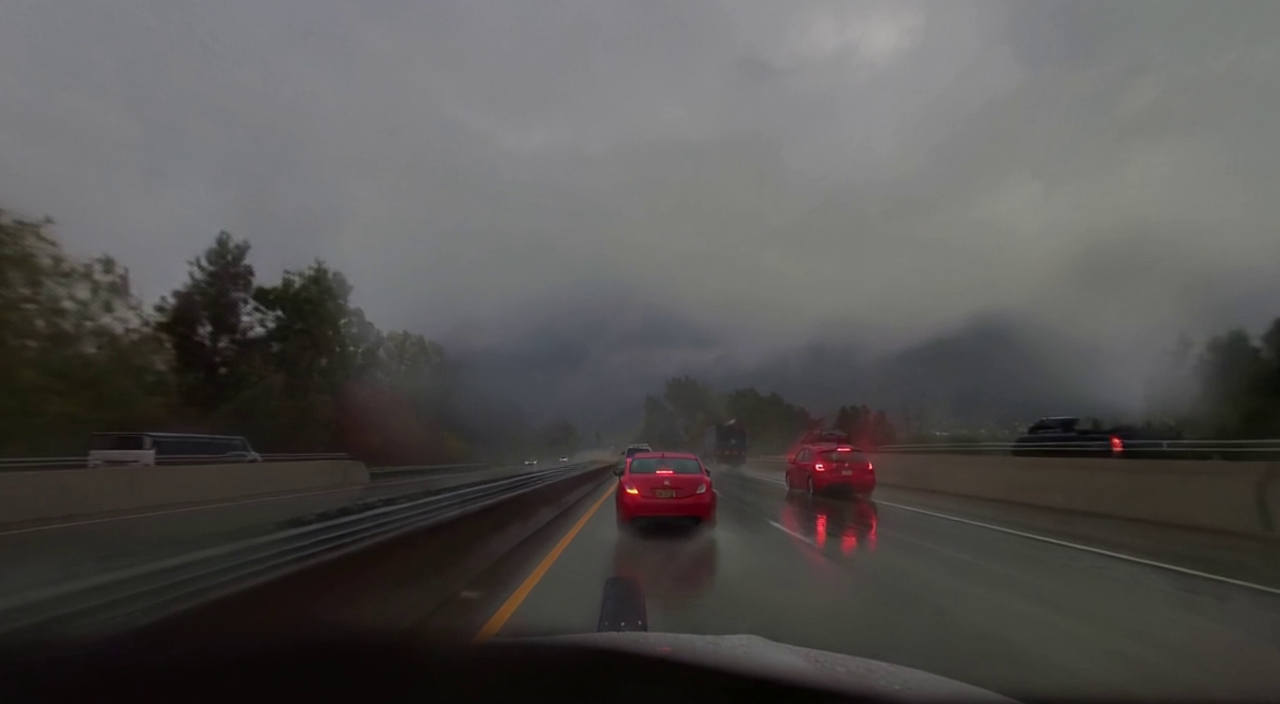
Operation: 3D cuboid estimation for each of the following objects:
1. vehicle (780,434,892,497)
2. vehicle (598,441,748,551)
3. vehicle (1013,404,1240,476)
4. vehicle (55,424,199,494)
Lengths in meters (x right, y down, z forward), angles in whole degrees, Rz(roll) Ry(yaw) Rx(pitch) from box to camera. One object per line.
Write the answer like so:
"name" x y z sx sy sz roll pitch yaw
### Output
"vehicle" 6.331 3.725 21.024 2.177 1.827 4.565 0 -9 -1
"vehicle" 0.416 2.293 10.668 2.076 1.485 3.774 0 -9 -1
"vehicle" 31.548 6.063 42.488 2.822 3.996 14.073 1 -9 -7
"vehicle" -33.521 6.961 41.714 2.902 3.981 7.819 -3 -8 0
